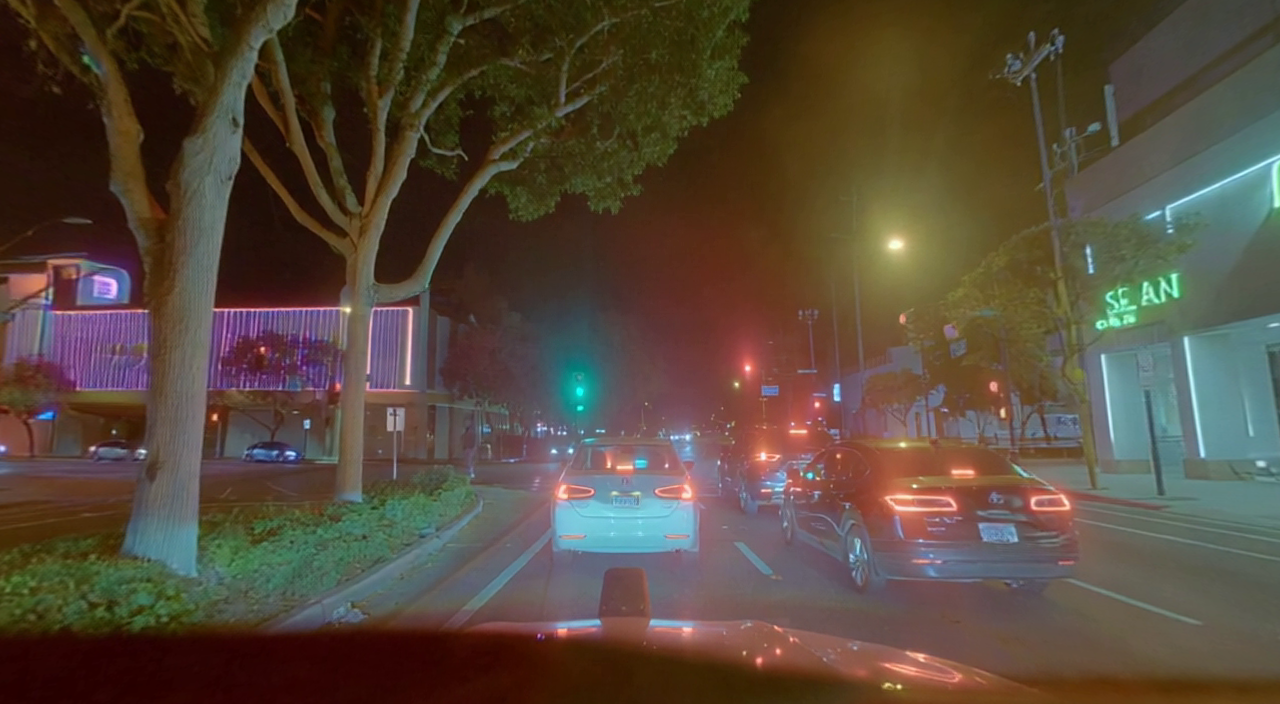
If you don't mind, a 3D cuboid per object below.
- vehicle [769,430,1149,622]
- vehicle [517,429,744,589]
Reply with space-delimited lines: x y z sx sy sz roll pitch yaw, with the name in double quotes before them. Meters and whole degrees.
"vehicle" 2.901 1.650 7.026 1.893 1.446 4.270 0 -8 -2
"vehicle" -0.101 1.755 7.943 2.087 1.456 4.143 0 -8 0
